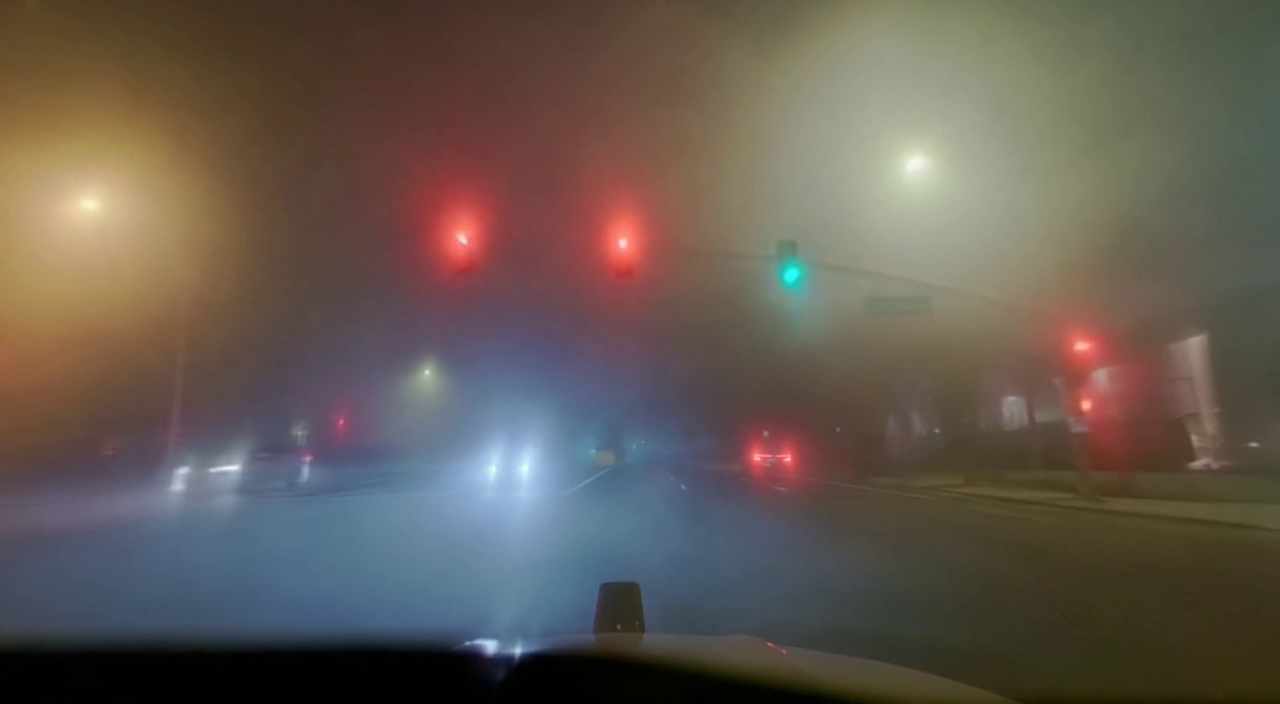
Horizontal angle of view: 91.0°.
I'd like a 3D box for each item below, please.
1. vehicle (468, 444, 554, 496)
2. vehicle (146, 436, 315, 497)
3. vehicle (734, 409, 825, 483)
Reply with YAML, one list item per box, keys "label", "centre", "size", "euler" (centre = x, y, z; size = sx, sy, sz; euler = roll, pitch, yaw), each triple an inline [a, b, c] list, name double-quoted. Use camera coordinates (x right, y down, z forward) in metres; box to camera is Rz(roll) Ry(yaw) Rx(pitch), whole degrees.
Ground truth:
- label: "vehicle"
  centre: [-4.262, 3.937, 21.523]
  size: [2.003, 1.539, 4.396]
  euler: [-1, -8, 1]
- label: "vehicle"
  centre: [-14.867, 4.173, 23.474]
  size: [2.292, 1.955, 5.882]
  euler: [0, -9, 0]
- label: "vehicle"
  centre: [6.728, 4.725, 31.594]
  size: [2.802, 3.208, 7.459]
  euler: [0, -9, 0]
